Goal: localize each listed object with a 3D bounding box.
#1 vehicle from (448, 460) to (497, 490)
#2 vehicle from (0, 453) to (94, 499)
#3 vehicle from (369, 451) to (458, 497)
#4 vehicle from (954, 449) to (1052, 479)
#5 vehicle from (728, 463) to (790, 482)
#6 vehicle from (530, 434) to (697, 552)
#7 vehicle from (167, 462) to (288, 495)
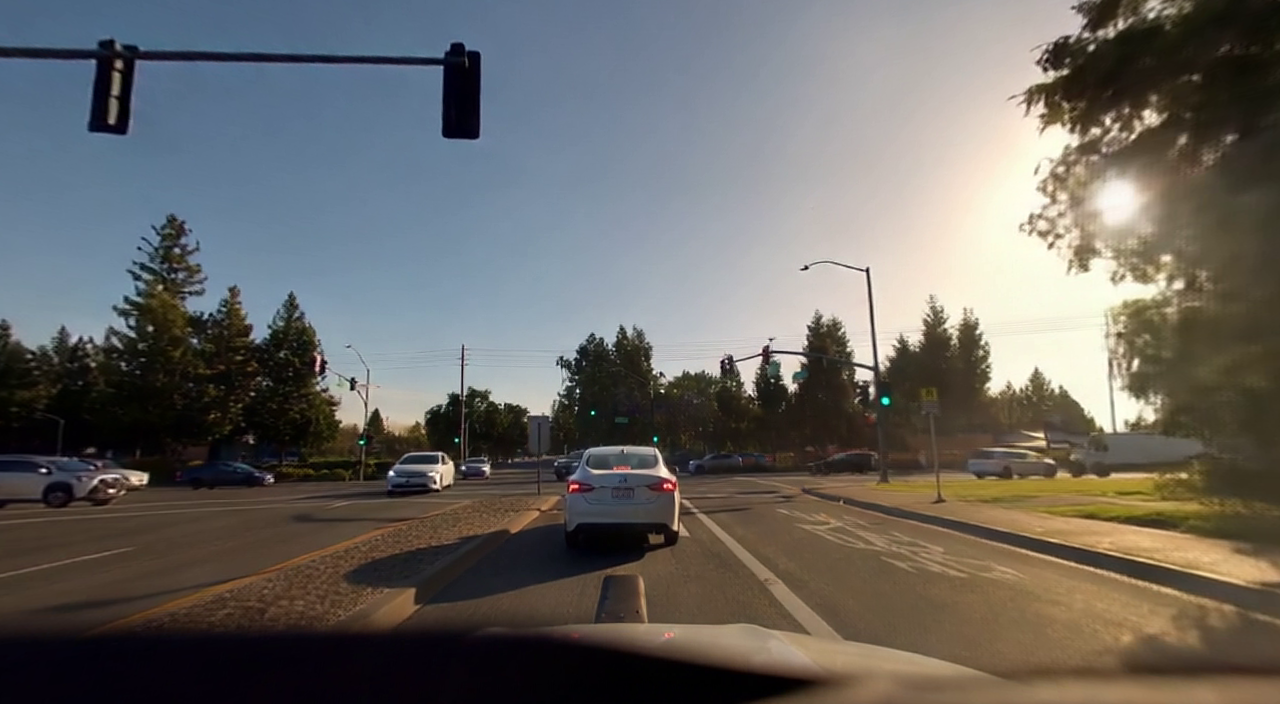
[{"bbox_3d":[-9.790,7.182,37.210,2.078,1.534,4.646,1,-9,-6],"label":"vehicle"},{"bbox_3d":[-25.759,5.002,25.687,4.877,1.754,1.978,2,-9,-13],"label":"vehicle"},{"bbox_3d":[-7.952,4.287,22.673,2.073,1.459,4.495,1,-9,-8],"label":"vehicle"},{"bbox_3d":[19.521,5.978,33.974,4.601,1.485,1.929,3,-9,-19],"label":"vehicle"},{"bbox_3d":[9.070,9.175,48.257,4.254,1.359,1.895,2,-9,-15],"label":"vehicle"},{"bbox_3d":[-0.370,2.125,10.201,2.112,1.479,4.264,0,-9,-1],"label":"vehicle"},{"bbox_3d":[-20.062,6.140,30.929,4.548,1.449,1.802,2,-9,-13],"label":"vehicle"}]
